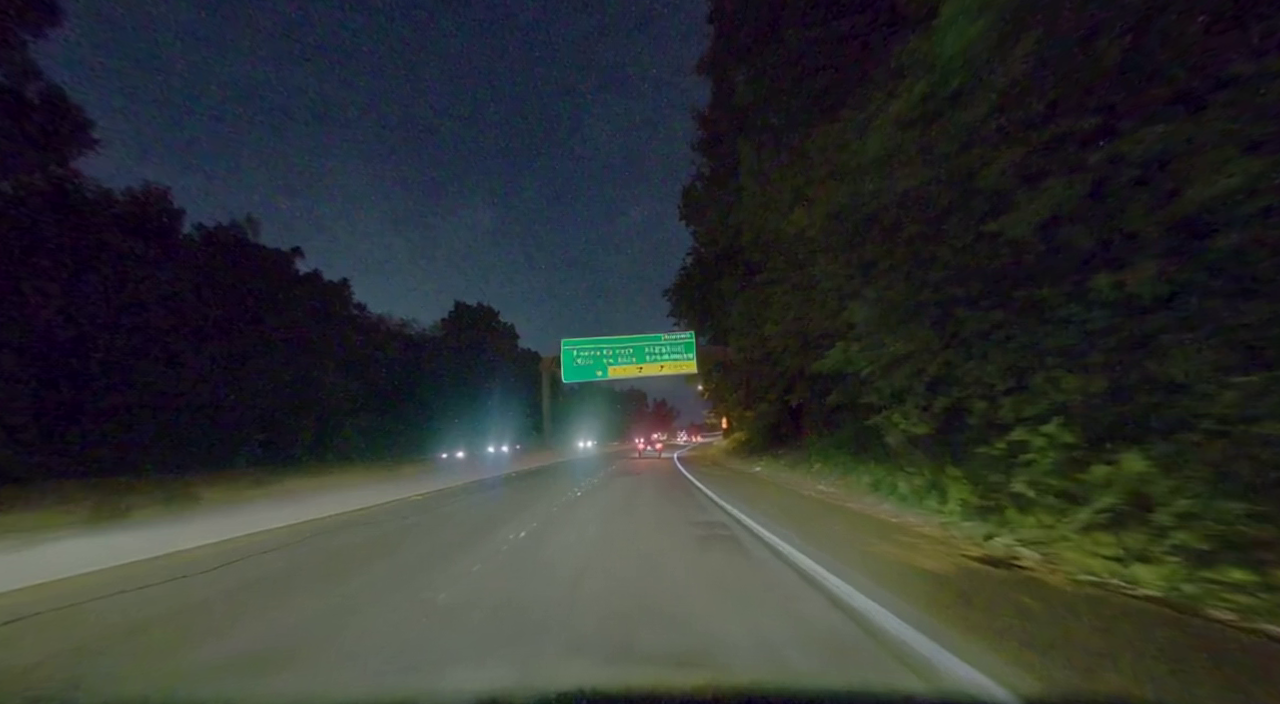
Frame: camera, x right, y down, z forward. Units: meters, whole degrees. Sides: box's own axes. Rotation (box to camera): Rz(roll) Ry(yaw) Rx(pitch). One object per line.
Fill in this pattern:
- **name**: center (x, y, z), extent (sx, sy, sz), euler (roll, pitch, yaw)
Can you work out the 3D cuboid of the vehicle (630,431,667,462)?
- **vehicle**: center (0.550, 5.908, 39.441), extent (2.188, 1.825, 4.282), euler (-1, -8, 2)
